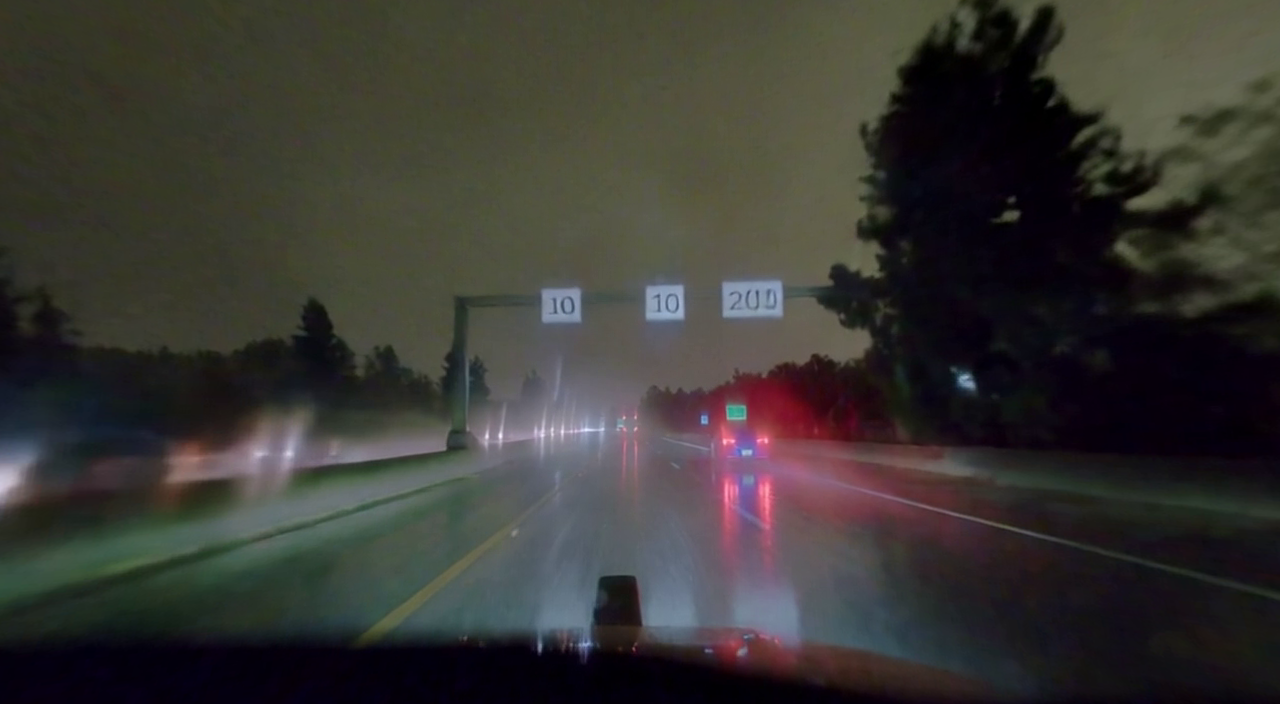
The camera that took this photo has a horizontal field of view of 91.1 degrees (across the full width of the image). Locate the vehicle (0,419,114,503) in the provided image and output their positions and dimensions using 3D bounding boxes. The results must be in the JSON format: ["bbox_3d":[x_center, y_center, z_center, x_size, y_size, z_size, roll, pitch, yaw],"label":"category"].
[{"bbox_3d":[-12.923,2.096,12.175,1.862,1.546,4.126,0,-8,0],"label":"vehicle"}]

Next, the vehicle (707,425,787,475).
[{"bbox_3d":[3.618,3.380,22.030,1.973,1.563,3.959,0,-8,-2],"label":"vehicle"}]

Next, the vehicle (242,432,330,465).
[{"bbox_3d":[-16.869,4.598,30.203,1.833,1.489,4.050,0,-8,0],"label":"vehicle"}]
